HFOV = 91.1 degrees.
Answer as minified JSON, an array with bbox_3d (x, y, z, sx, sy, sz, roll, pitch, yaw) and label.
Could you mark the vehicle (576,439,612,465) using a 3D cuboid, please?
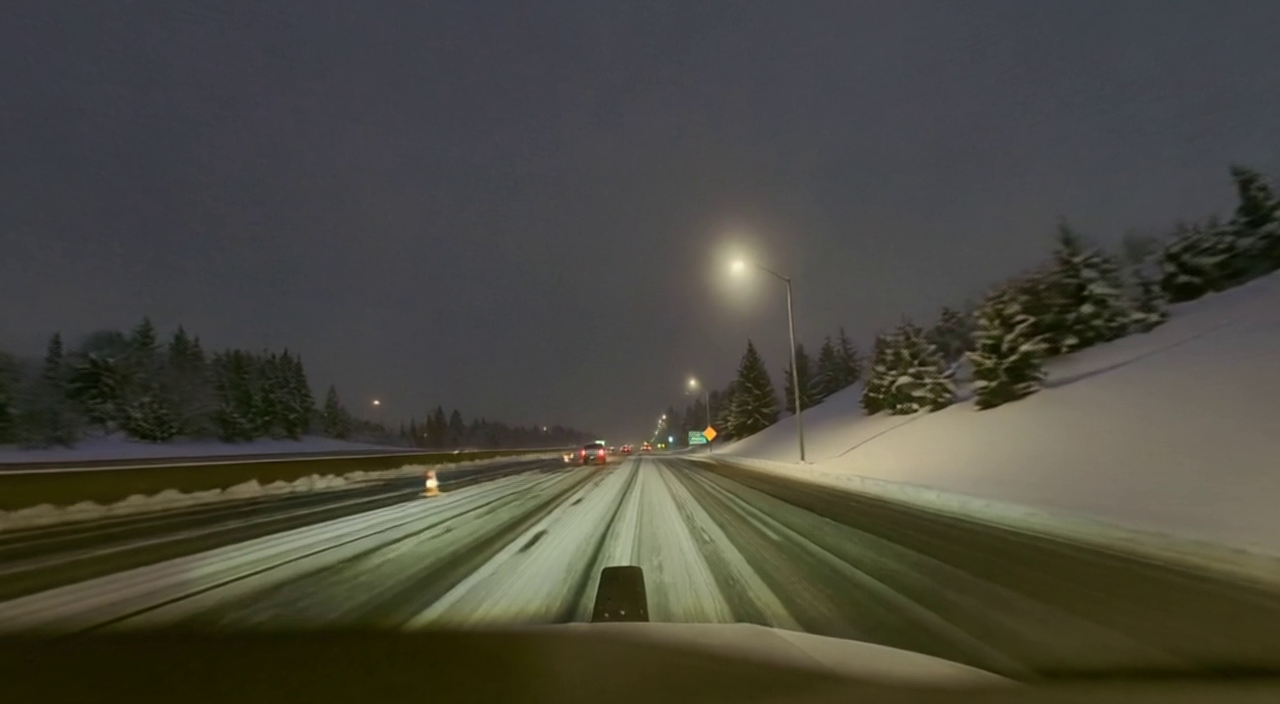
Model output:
[{"bbox_3d":[-3.062,6.774,42.750,2.078,1.629,4.059,0,-8,1],"label":"vehicle"}]
